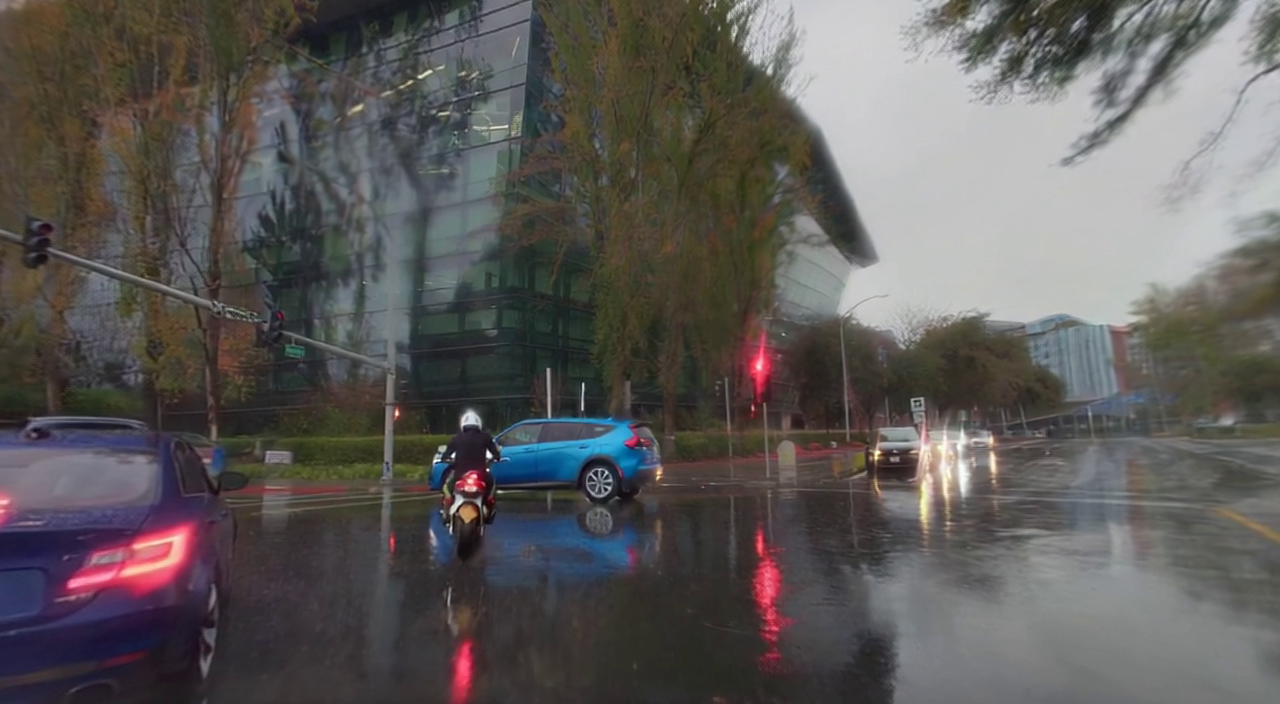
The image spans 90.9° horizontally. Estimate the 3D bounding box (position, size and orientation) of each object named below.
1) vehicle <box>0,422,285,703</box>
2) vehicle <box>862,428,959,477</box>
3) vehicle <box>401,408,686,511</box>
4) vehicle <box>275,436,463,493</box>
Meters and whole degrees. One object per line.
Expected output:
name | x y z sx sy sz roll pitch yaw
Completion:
vehicle | -4.114 1.315 4.689 2.009 1.450 4.182 6 -10 -35
vehicle | 10.250 3.732 23.697 2.084 1.656 4.583 -7 -10 38
vehicle | -2.132 2.346 14.196 5.833 1.960 2.341 2 -9 -16
vehicle | -7.465 3.119 17.671 4.401 1.480 1.864 -1 -8 2
